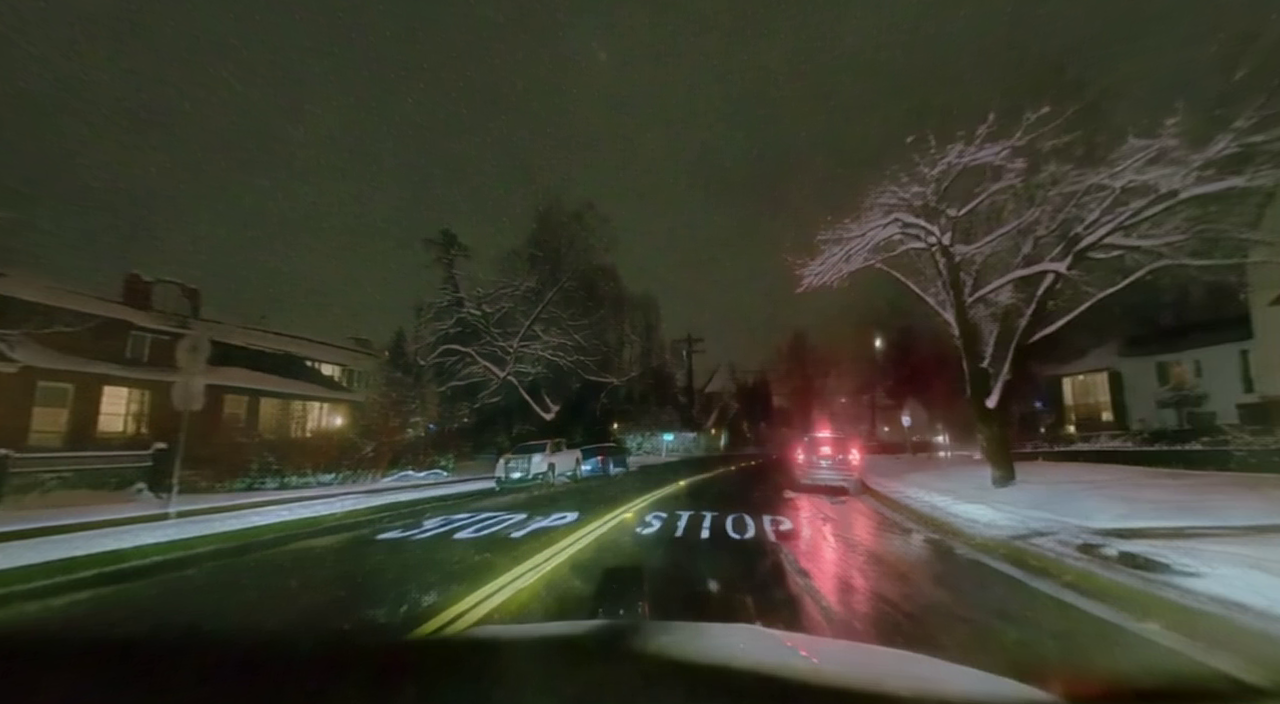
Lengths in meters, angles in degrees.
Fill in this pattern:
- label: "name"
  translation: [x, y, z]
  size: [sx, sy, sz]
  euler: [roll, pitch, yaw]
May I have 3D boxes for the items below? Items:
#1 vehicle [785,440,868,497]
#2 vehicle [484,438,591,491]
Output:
- label: "vehicle"
  translation: [5.476, 3.426, 19.061]
  size: [2.045, 1.478, 4.914]
  euler: [-2, -9, 13]
- label: "vehicle"
  translation: [-3.584, 4.046, 23.207]
  size: [2.030, 1.696, 4.828]
  euler: [-3, -9, 16]
